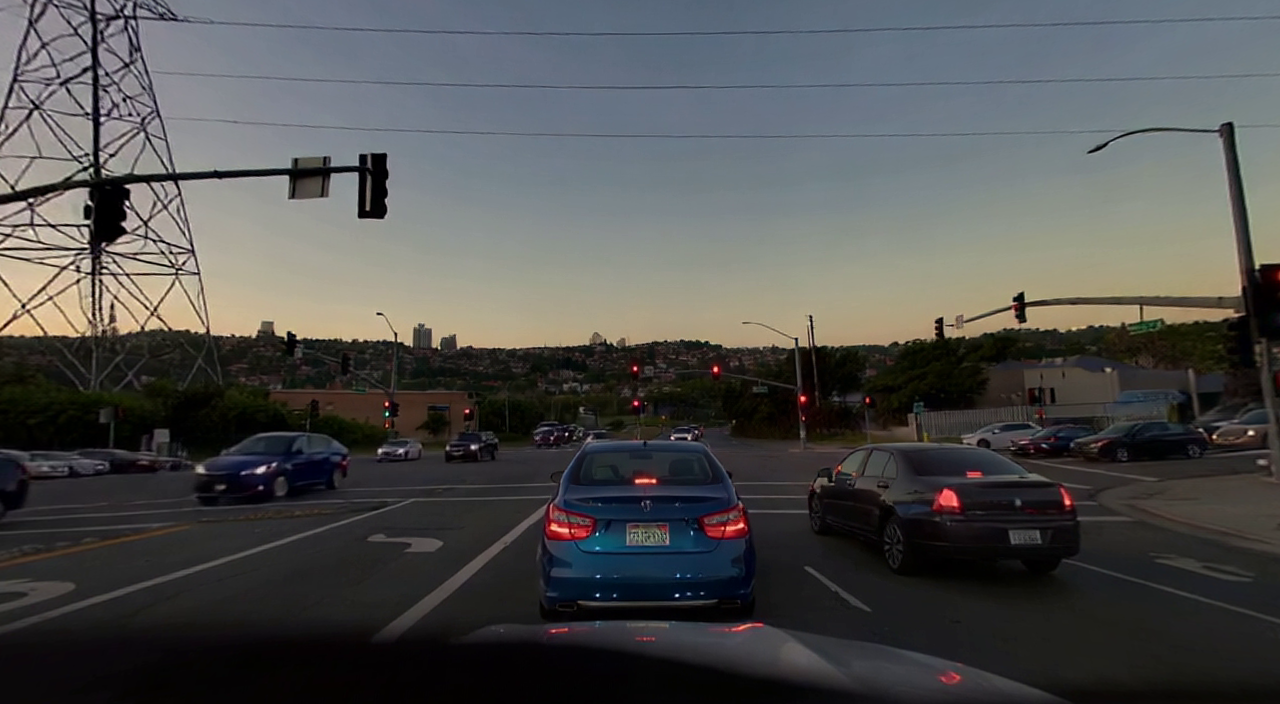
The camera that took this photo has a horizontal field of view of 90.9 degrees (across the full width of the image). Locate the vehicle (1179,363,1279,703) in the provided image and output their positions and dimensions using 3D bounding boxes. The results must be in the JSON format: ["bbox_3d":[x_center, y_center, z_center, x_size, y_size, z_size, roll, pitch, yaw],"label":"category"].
[{"bbox_3d":[3.402,0.584,0.616,1.926,1.614,4.330,0,-8,1],"label":"vehicle"}]

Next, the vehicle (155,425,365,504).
[{"bbox_3d":[-10.142,3.045,17.619,2.161,1.818,5.672,-1,-8,2],"label":"vehicle"}]

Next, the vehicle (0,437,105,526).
[{"bbox_3d":[-13.625,2.560,12.434,1.939,1.727,4.695,0,-8,0],"label":"vehicle"}]

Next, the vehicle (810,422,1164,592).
[{"bbox_3d":[3.642,1.678,7.712,1.835,1.473,4.190,0,-8,-2],"label":"vehicle"}]

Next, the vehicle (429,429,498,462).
[{"bbox_3d":[-9.792,5.270,35.472,2.239,1.719,4.948,-1,-8,3],"label":"vehicle"}]

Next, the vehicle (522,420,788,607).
[{"bbox_3d":[0.102,1.592,7.117,2.117,1.474,4.036,0,-8,0],"label":"vehicle"}]

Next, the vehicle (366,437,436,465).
[{"bbox_3d":[-13.528,5.632,36.006,1.982,1.469,4.583,-1,-8,3],"label":"vehicle"}]
